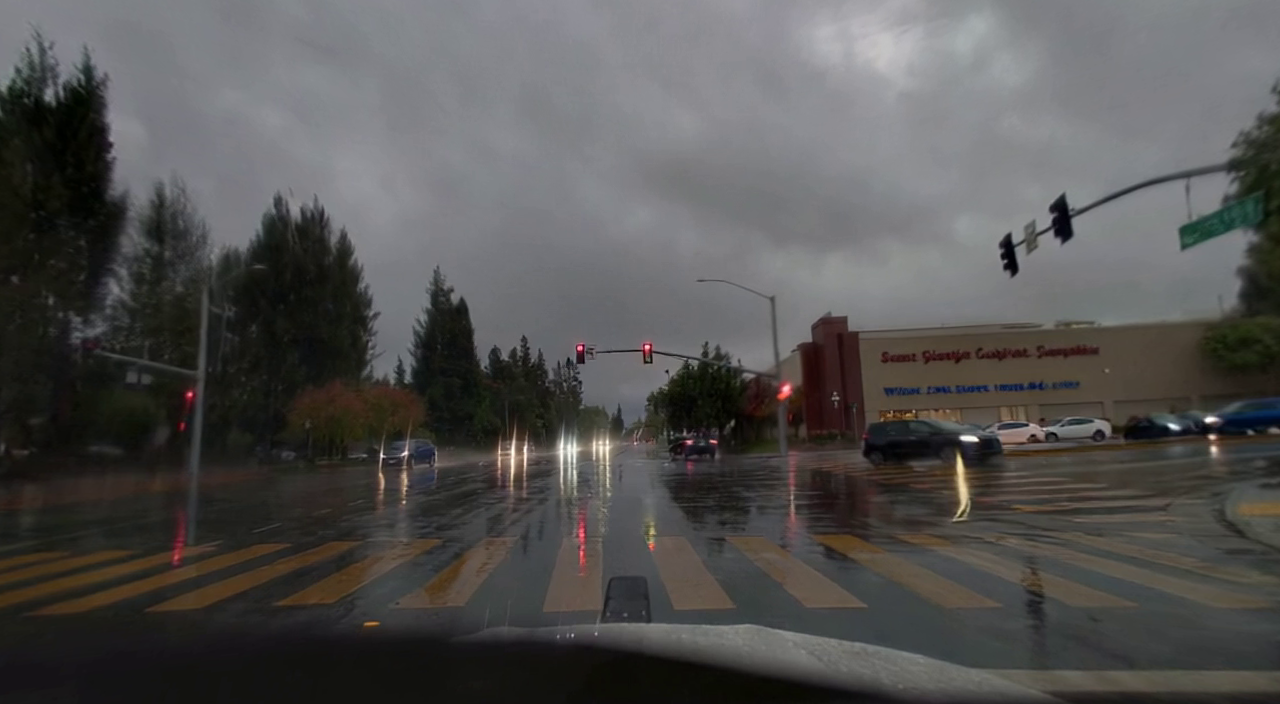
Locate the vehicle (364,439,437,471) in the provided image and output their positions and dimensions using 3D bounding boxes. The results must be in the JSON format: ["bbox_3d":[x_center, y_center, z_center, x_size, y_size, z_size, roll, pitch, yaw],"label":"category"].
[{"bbox_3d":[-12.123,5.230,32.228,1.996,1.489,4.566,0,-8,-1],"label":"vehicle"}]

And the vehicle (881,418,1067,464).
[{"bbox_3d":[10.782,2.920,20.664,4.994,1.416,1.783,-1,-8,5],"label":"vehicle"}]

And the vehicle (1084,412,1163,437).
[{"bbox_3d":[31.349,4.763,41.002,1.823,1.480,4.003,0,-8,-3],"label":"vehicle"}]

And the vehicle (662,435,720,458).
[{"bbox_3d":[3.326,6.287,41.839,1.884,1.419,4.448,4,-9,-25],"label":"vehicle"}]

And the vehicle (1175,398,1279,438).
[{"bbox_3d":[27.292,2.999,28.318,4.566,1.670,2.000,0,-8,0],"label":"vehicle"}]

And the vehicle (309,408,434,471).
[{"bbox_3d":[-16.704,5.652,40.473,3.161,3.455,11.058,0,-8,0],"label":"vehicle"}]

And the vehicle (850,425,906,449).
[{"bbox_3d":[17.376,6.229,46.148,3.329,1.415,1.821,-6,-9,2],"label":"vehicle"}]
